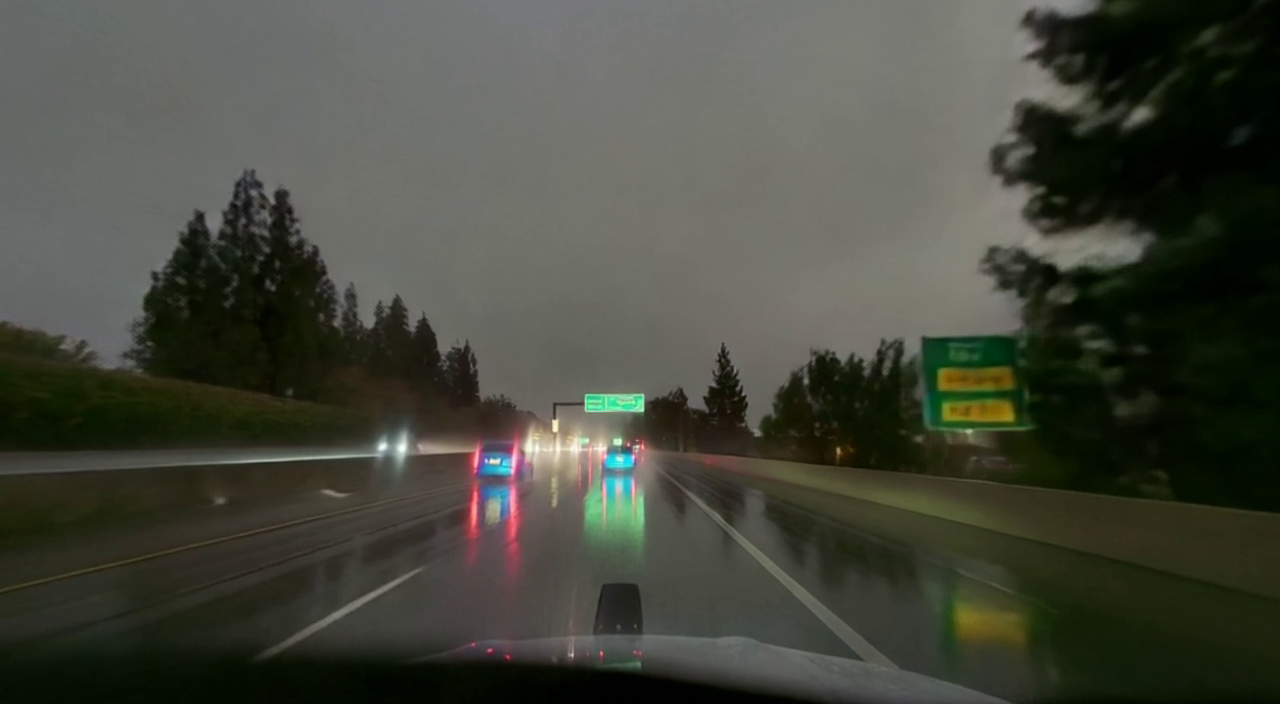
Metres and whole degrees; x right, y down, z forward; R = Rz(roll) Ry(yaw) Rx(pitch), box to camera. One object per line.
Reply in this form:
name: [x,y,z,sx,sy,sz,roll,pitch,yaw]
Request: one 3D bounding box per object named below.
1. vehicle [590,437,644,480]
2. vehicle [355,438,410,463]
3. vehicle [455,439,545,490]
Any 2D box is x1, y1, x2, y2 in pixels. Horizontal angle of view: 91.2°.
vehicle: [-0.973,4.634,27.581,2.220,1.711,4.056,0,-9,-1]
vehicle: [-17.601,6.752,43.037,1.987,1.594,4.249,-1,-9,0]
vehicle: [-4.788,3.926,22.192,2.103,1.588,4.709,-1,-9,0]
